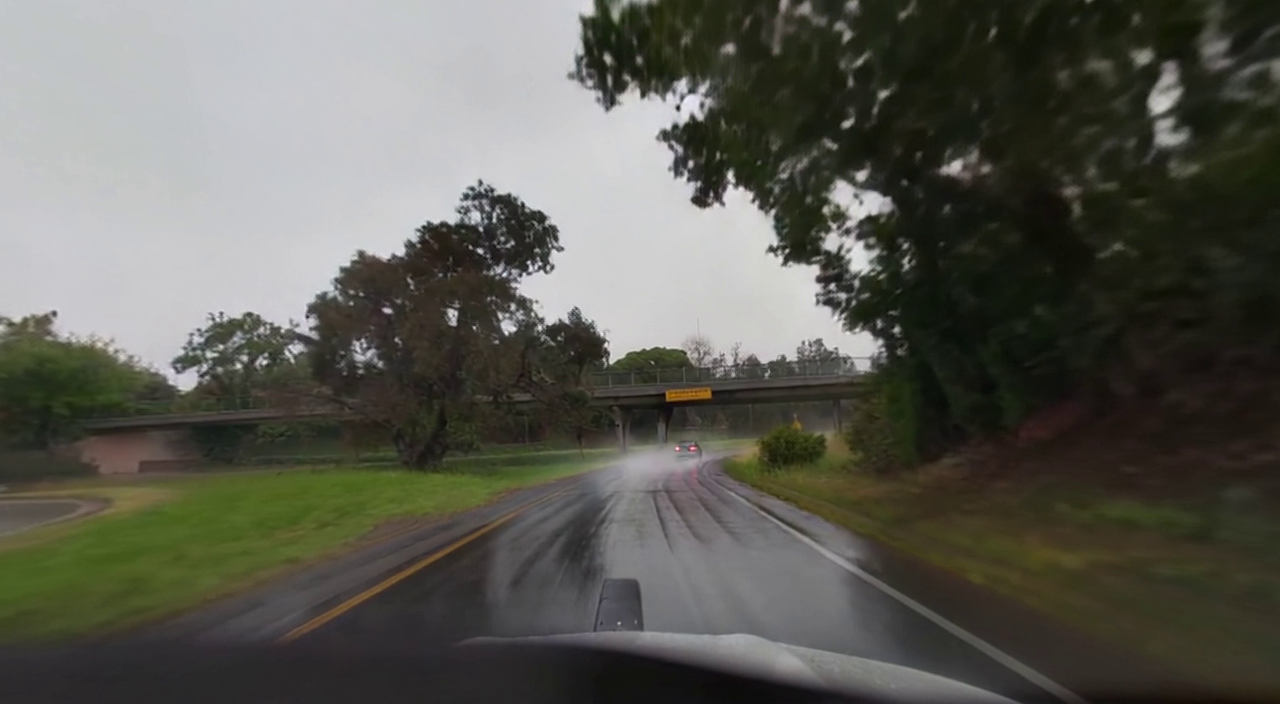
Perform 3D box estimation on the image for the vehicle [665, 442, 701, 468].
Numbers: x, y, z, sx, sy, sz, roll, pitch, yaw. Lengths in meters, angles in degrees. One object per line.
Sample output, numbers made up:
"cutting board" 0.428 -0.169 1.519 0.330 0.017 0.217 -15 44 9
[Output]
"vehicle" 2.605 6.056 37.082 1.980 1.449 3.650 -1 -9 5
